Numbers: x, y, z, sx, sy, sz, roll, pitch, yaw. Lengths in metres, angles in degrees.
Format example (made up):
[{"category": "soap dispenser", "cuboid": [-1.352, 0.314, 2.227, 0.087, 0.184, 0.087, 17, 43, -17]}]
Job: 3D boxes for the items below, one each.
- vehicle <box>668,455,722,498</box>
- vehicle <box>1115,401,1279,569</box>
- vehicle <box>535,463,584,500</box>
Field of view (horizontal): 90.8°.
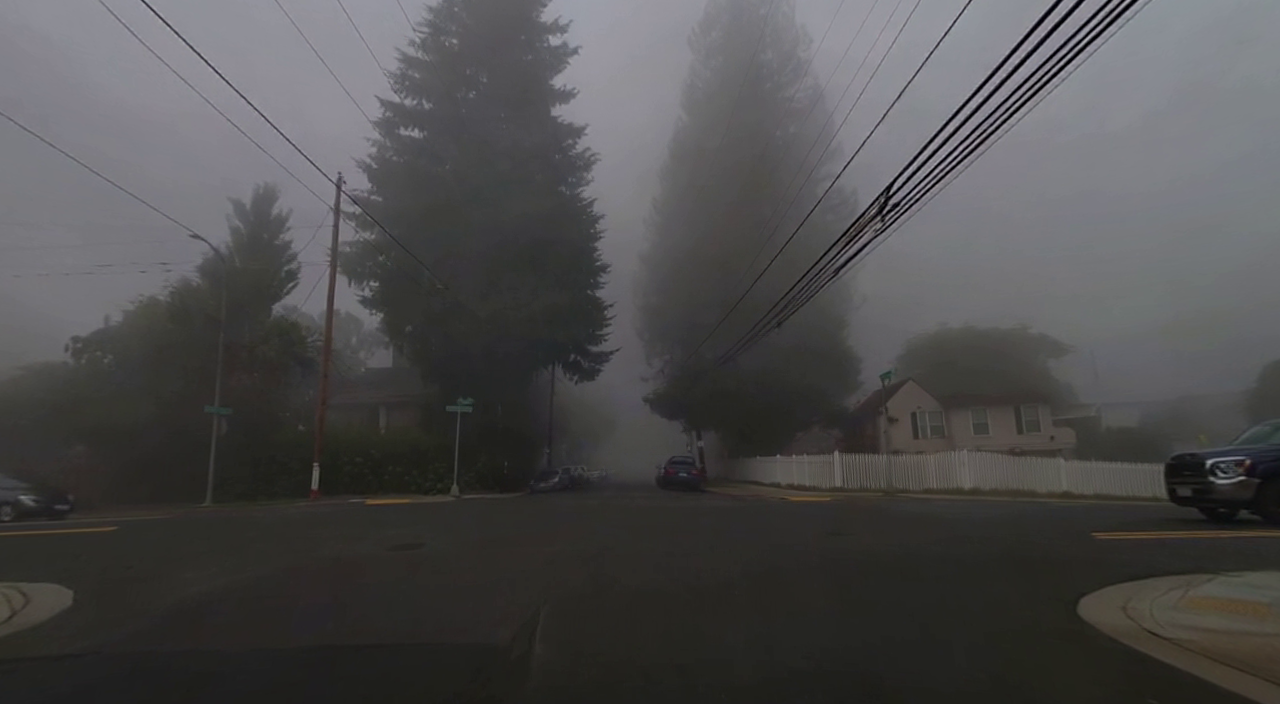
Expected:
[{"category": "vehicle", "cuboid": [2.598, 6.028, 31.007, 2.051, 1.874, 4.459, 0, -8, -2]}, {"category": "vehicle", "cuboid": [9.720, 1.693, 8.488, 4.677, 1.949, 2.334, -1, -8, 3]}, {"category": "vehicle", "cuboid": [-4.299, 7.014, 34.513, 2.189, 1.771, 4.571, 0, -9, -1]}]
